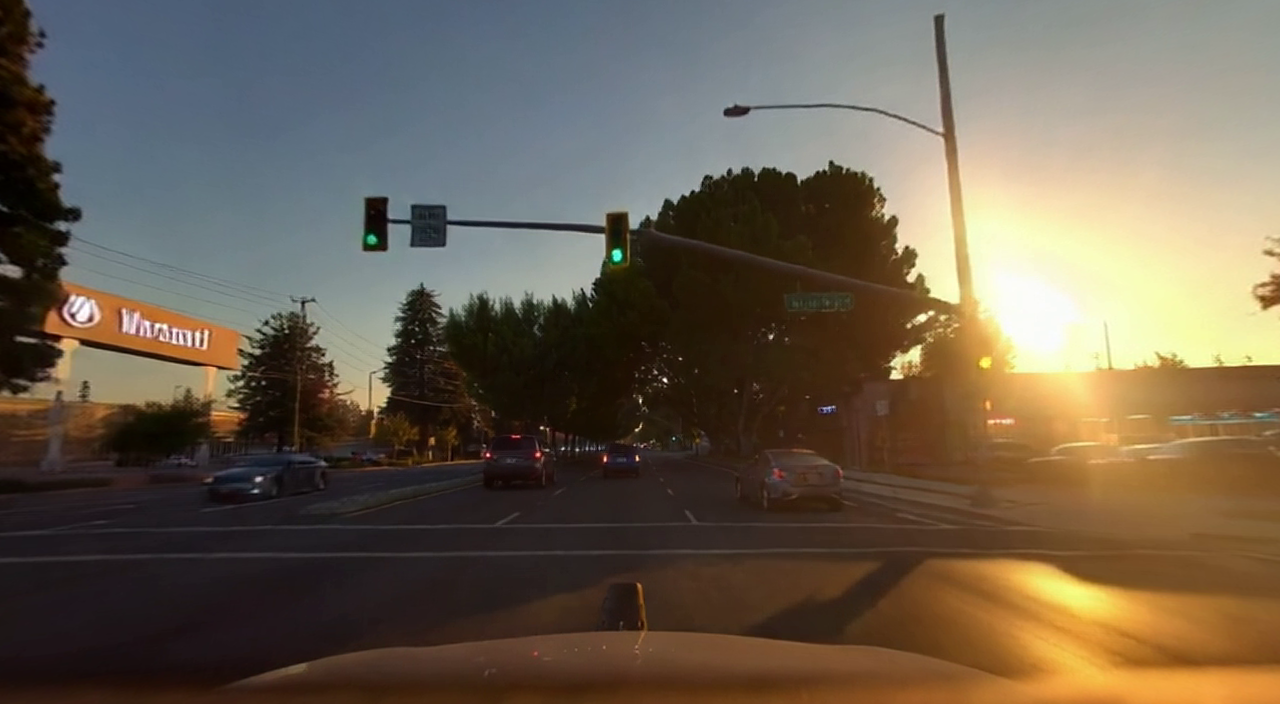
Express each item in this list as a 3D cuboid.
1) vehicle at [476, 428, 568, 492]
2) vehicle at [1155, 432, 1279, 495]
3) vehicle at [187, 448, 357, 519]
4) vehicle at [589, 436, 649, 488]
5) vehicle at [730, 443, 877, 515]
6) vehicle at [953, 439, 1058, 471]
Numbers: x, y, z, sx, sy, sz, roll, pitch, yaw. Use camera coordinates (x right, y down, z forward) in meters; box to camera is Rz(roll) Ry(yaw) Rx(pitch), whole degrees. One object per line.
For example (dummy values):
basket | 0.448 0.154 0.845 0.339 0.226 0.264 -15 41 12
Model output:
vehicle | -4.050 3.850 22.880 2.252 1.999 5.605 0 -9 0
vehicle | 18.970 3.284 18.896 5.209 1.743 2.081 0 -9 0
vehicle | -9.199 3.278 16.320 1.867 1.427 4.371 -3 -8 -1
vehicle | -0.752 4.160 24.153 2.061 1.809 4.141 0 -9 0
vehicle | 3.674 2.947 15.208 2.207 1.447 4.418 0 -9 -2
vehicle | 18.564 5.250 32.237 4.107 1.540 1.994 0 -9 -1
